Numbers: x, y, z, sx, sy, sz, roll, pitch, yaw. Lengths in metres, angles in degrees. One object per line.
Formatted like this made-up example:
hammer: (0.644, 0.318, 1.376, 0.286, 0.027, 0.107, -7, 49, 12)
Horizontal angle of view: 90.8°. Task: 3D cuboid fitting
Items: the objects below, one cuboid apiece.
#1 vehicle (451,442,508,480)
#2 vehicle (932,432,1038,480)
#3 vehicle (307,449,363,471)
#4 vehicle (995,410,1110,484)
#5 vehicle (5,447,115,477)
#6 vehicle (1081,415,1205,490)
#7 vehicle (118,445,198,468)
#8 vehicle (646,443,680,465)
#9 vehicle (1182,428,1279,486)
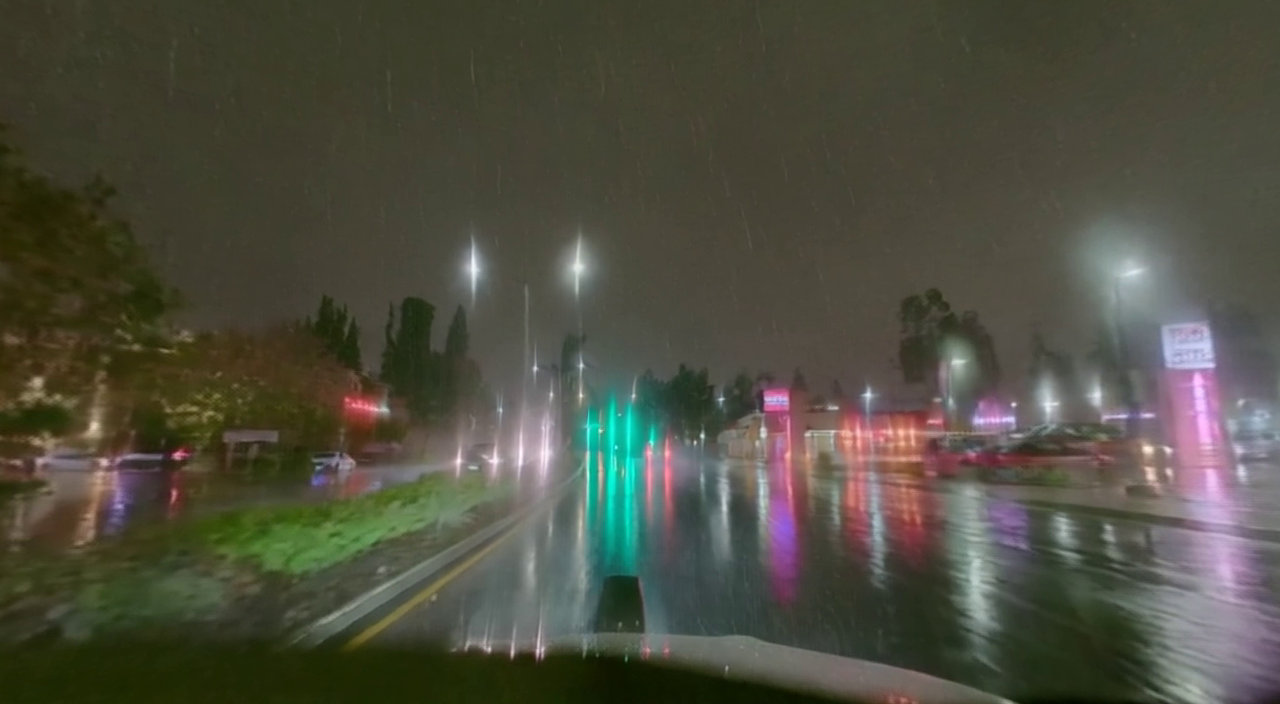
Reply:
vehicle: (-7.607, 5.174, 30.416, 2.180, 1.556, 5.130, 2, -7, -9)
vehicle: (15.527, 4.608, 28.278, 5.161, 1.927, 2.464, 7, -12, -42)
vehicle: (-21.487, 7.604, 44.730, 2.068, 1.408, 4.399, -1, -9, -5)
vehicle: (16.699, 3.804, 25.444, 5.908, 2.641, 2.303, 8, -12, -43)
vehicle: (-31.299, 5.949, 34.199, 3.952, 1.462, 1.857, 2, -7, -5)
vehicle: (18.762, 3.677, 23.446, 2.727, 2.396, 5.918, -9, -12, 44)
vehicle: (-31.759, 6.874, 41.704, 3.768, 1.443, 1.800, 0, -8, -3)
vehicle: (1.579, 7.301, 45.230, 1.913, 1.473, 4.360, 0, -9, -4)
vehicle: (23.057, 3.852, 23.484, 2.747, 1.912, 6.426, -5, -10, 26)
